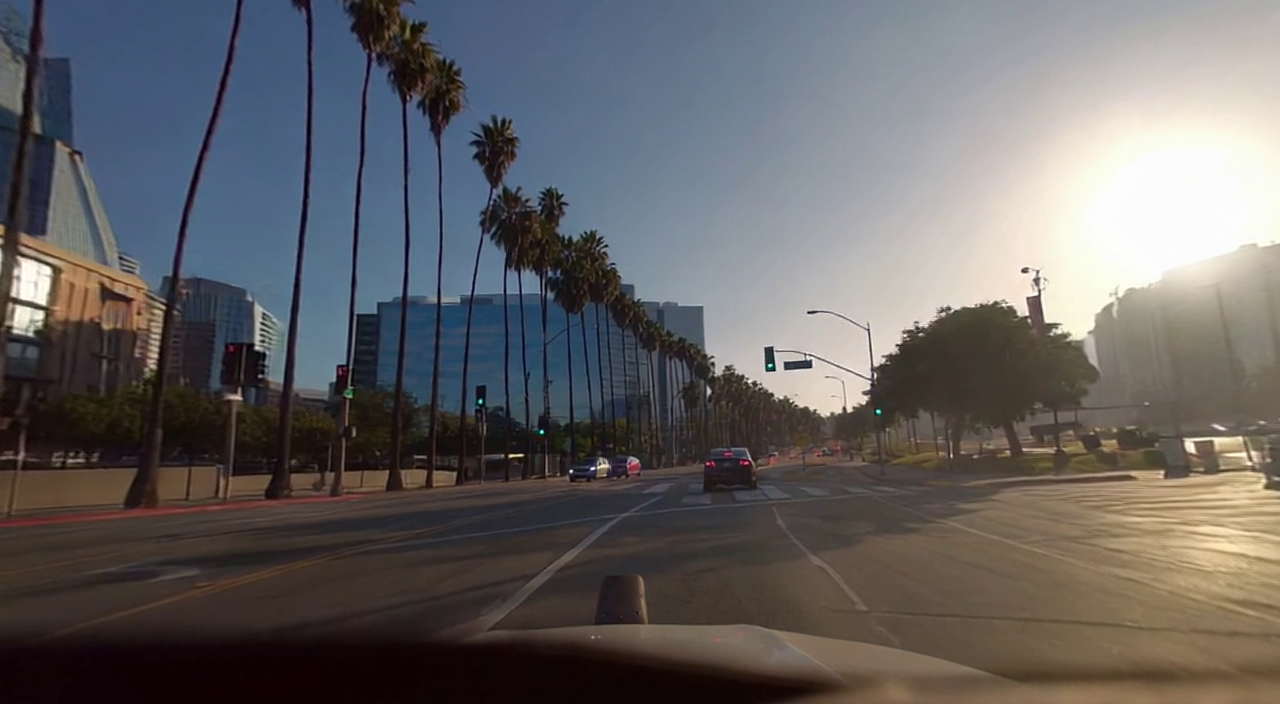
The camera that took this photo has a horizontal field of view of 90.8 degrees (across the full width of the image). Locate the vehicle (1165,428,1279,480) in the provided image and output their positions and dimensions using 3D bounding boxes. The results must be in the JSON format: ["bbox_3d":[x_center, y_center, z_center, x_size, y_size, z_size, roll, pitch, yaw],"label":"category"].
[{"bbox_3d":[23.797,3.983,24.778,5.049,1.861,2.081,2,-9,-12],"label":"vehicle"}]

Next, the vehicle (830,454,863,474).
[{"bbox_3d":[15.826,8.571,48.514,1.983,1.457,4.220,-2,-9,13],"label":"vehicle"}]

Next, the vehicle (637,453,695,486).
[{"bbox_3d":[1.332,5.609,30.510,2.048,1.418,4.177,-2,-9,13],"label":"vehicle"}]

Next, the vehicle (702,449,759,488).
[{"bbox_3d":[3.979,4.975,27.345,2.096,1.492,4.071,-2,-9,12],"label":"vehicle"}]
